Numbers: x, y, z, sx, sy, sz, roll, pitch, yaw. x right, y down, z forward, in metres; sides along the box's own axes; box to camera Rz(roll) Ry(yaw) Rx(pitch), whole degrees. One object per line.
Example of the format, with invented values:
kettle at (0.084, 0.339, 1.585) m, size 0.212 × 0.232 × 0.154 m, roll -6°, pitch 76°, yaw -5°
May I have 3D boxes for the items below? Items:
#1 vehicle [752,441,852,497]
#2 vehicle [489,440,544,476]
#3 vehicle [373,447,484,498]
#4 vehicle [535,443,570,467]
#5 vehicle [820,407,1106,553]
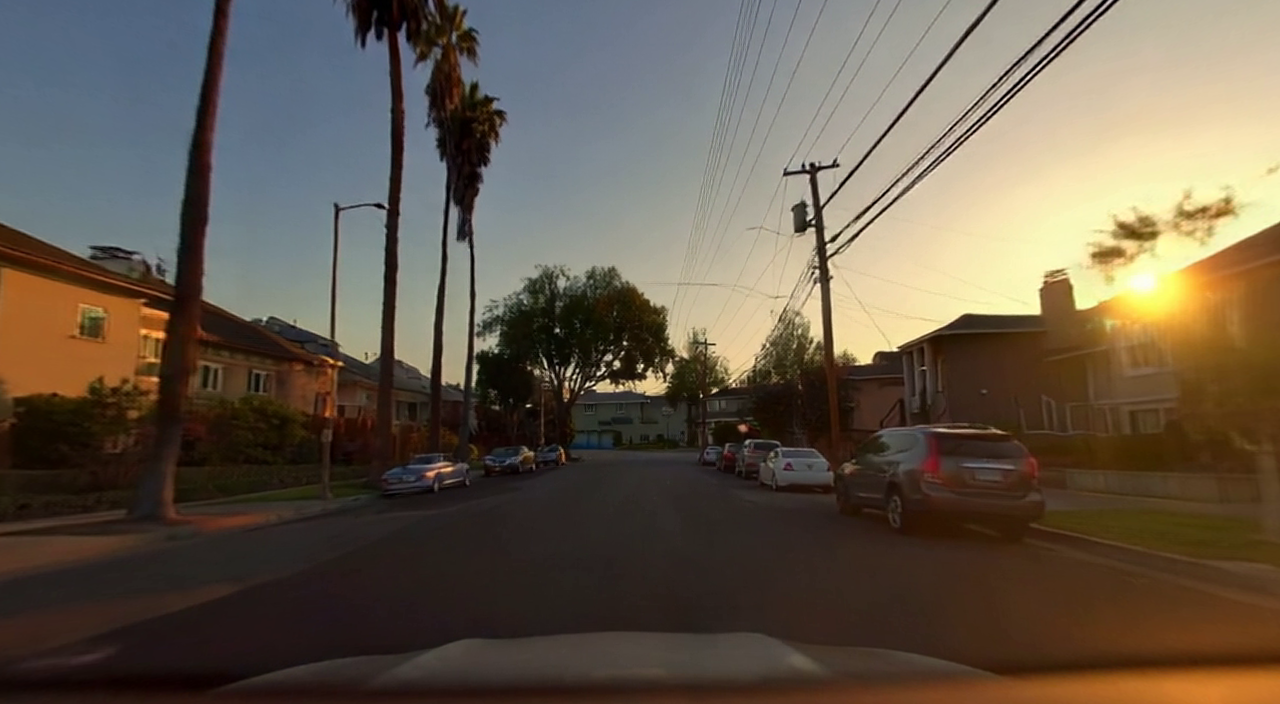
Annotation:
vehicle at (4.916, 3.592, 19.815) m, size 1.795 × 1.424 × 4.327 m, roll -3°, pitch -8°, yaw -2°
vehicle at (-7.026, 6.036, 36.332) m, size 2.077 × 1.888 × 4.551 m, roll -2°, pitch -8°, yaw 2°
vehicle at (-6.935, 3.979, 21.316) m, size 2.013 × 1.483 × 4.645 m, roll 0°, pitch -8°, yaw 2°
vehicle at (-6.575, 7.791, 48.013) m, size 2.085 × 1.770 × 4.429 m, roll 0°, pitch -8°, yaw 0°
vehicle at (4.812, 1.986, 10.537) m, size 2.115 × 1.826 × 4.871 m, roll 0°, pitch -8°, yaw -1°
